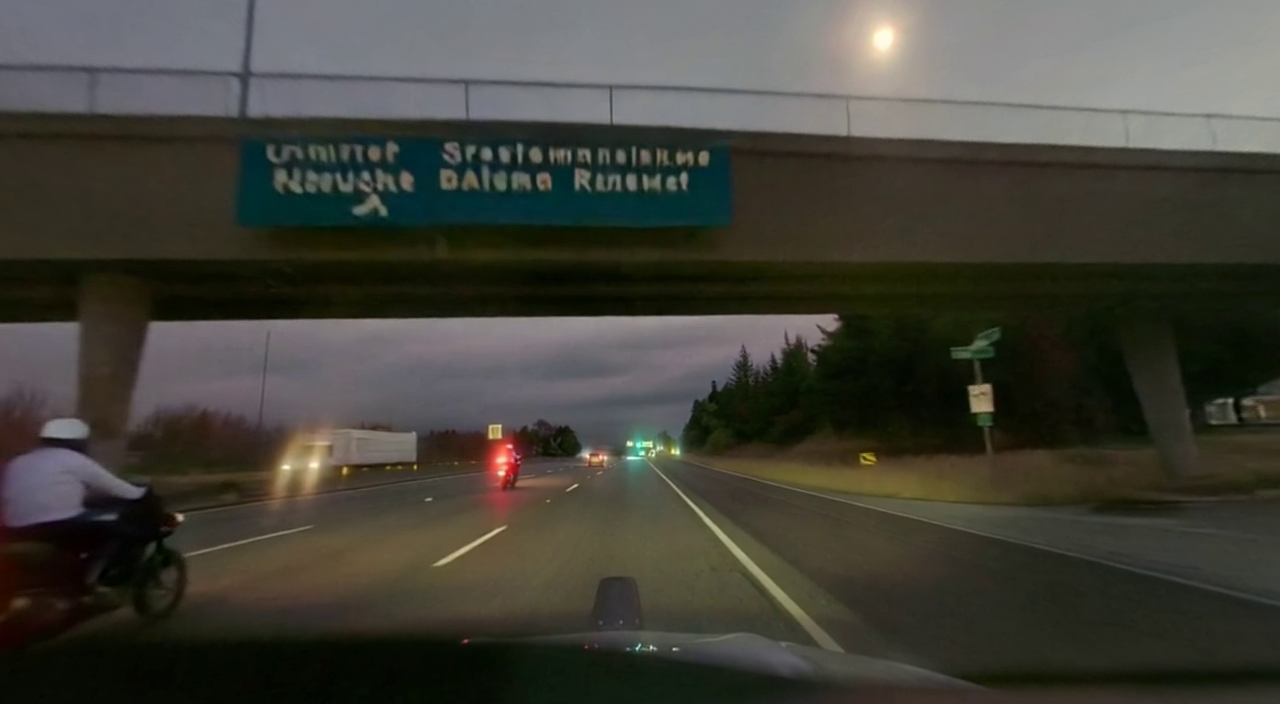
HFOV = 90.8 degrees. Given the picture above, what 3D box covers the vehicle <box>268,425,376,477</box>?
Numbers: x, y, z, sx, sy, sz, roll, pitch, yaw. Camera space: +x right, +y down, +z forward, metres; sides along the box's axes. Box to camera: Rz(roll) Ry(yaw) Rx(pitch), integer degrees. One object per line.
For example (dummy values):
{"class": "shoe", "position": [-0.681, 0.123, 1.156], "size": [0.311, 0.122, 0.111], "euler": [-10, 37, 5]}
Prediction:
{"class": "vehicle", "position": [-24.130, 7.618, 48.780], "size": [2.882, 3.551, 10.371], "euler": [0, -9, 0]}
